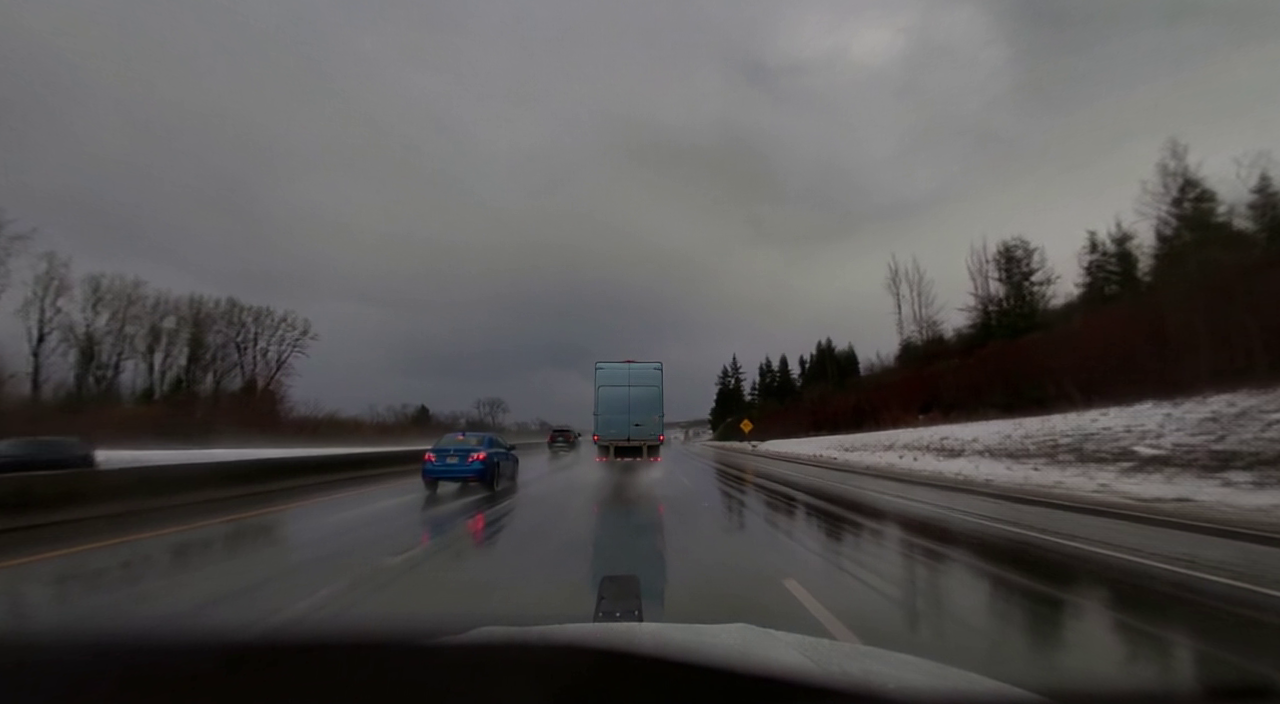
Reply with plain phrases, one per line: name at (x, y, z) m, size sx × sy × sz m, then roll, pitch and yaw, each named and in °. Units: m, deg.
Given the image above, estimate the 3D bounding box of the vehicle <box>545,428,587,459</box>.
vehicle at (-4.593, 5.764, 39.783) m, size 2.019 × 1.834 × 4.644 m, roll 0°, pitch -8°, yaw 0°

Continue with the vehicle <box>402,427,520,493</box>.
vehicle at (-4.662, 2.861, 17.154) m, size 1.931 × 1.539 × 4.441 m, roll 0°, pitch -8°, yaw 0°

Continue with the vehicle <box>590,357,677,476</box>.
vehicle at (-0.333, 2.842, 26.512) m, size 2.953 × 4.041 × 10.072 m, roll 0°, pitch -8°, yaw -1°
